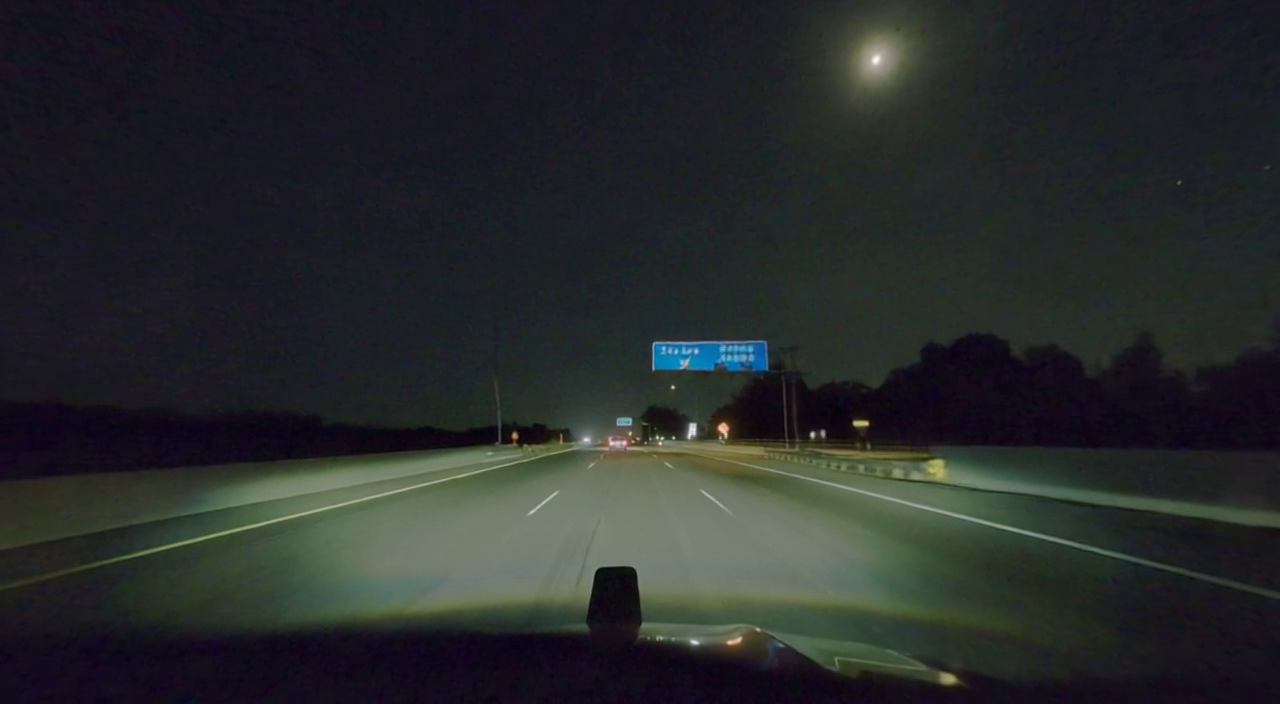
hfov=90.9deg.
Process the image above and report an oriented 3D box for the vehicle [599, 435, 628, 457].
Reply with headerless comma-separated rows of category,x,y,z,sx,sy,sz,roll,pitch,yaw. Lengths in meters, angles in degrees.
vehicle,-1.922,6.915,46.642,1.993,1.519,4.046,0,-8,-1
